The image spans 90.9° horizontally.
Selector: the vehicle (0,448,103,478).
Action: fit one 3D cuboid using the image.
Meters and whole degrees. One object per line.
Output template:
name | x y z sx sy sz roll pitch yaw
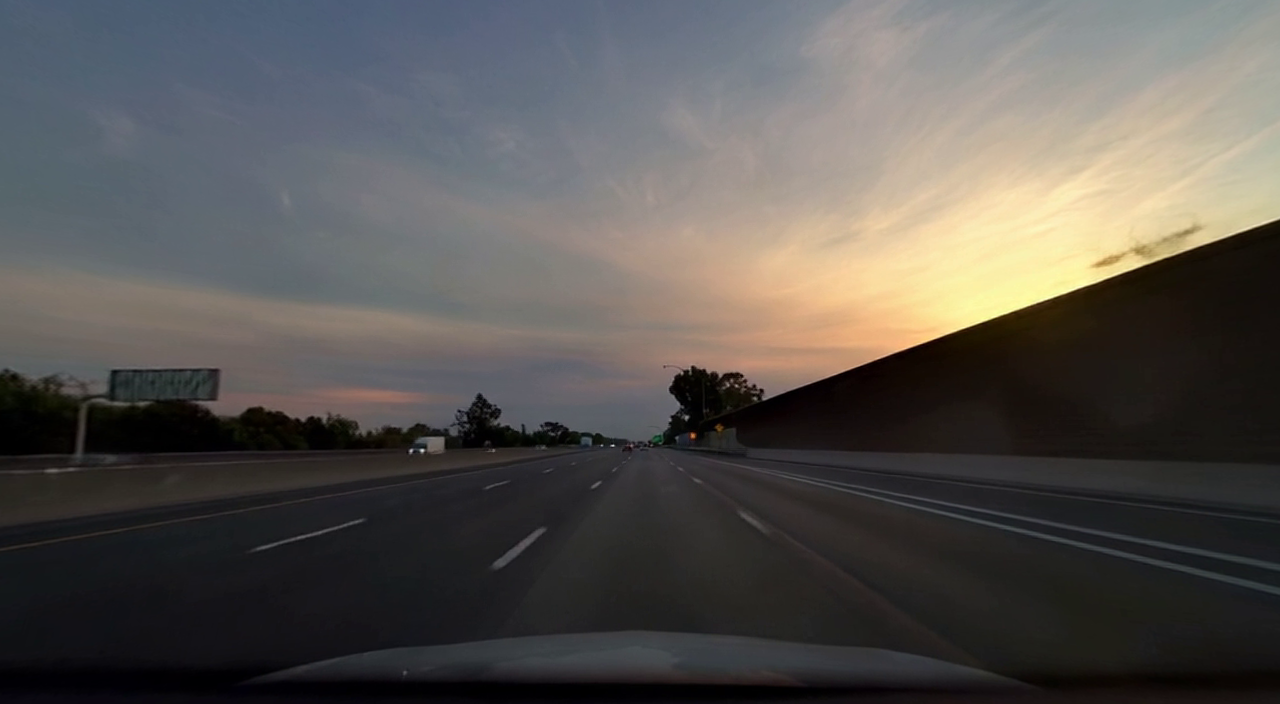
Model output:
vehicle | -34.155 6.365 36.379 2.015 1.583 4.829 -1 -8 1
